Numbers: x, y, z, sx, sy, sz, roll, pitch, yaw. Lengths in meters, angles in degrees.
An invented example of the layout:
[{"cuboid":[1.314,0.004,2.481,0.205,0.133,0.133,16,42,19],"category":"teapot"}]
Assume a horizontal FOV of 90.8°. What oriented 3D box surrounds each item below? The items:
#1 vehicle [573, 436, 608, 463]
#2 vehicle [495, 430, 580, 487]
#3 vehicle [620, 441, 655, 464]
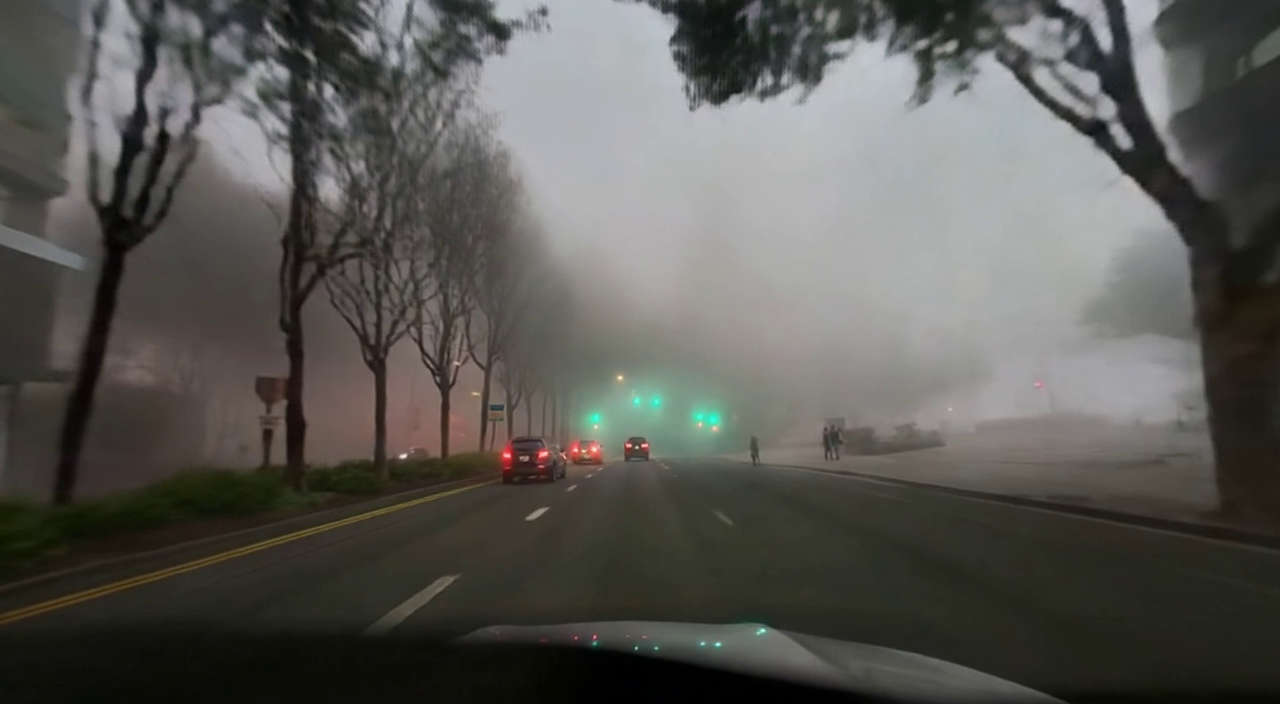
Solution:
[{"cuboid":[-3.490,6.982,45.349,2.152,1.802,4.628,0,-8,0],"category":"vehicle"},{"cuboid":[-3.350,3.573,21.566,2.116,1.725,4.315,0,-8,1],"category":"vehicle"},{"cuboid":[-0.144,6.433,40.585,2.095,1.438,3.843,0,-8,0],"category":"vehicle"}]
